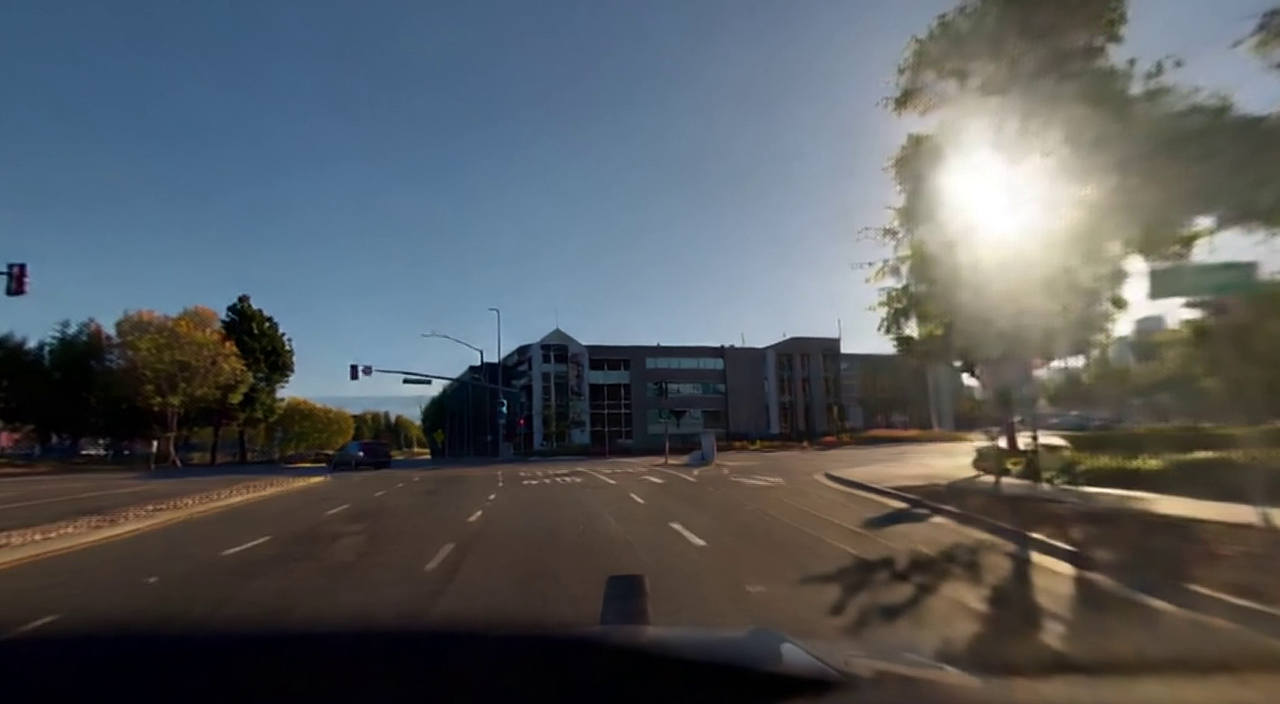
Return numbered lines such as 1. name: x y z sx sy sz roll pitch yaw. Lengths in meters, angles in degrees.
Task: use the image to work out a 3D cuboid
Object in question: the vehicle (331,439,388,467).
1. vehicle: -21.324 7.621 47.699 2.336 1.923 5.570 7 -11 -40
